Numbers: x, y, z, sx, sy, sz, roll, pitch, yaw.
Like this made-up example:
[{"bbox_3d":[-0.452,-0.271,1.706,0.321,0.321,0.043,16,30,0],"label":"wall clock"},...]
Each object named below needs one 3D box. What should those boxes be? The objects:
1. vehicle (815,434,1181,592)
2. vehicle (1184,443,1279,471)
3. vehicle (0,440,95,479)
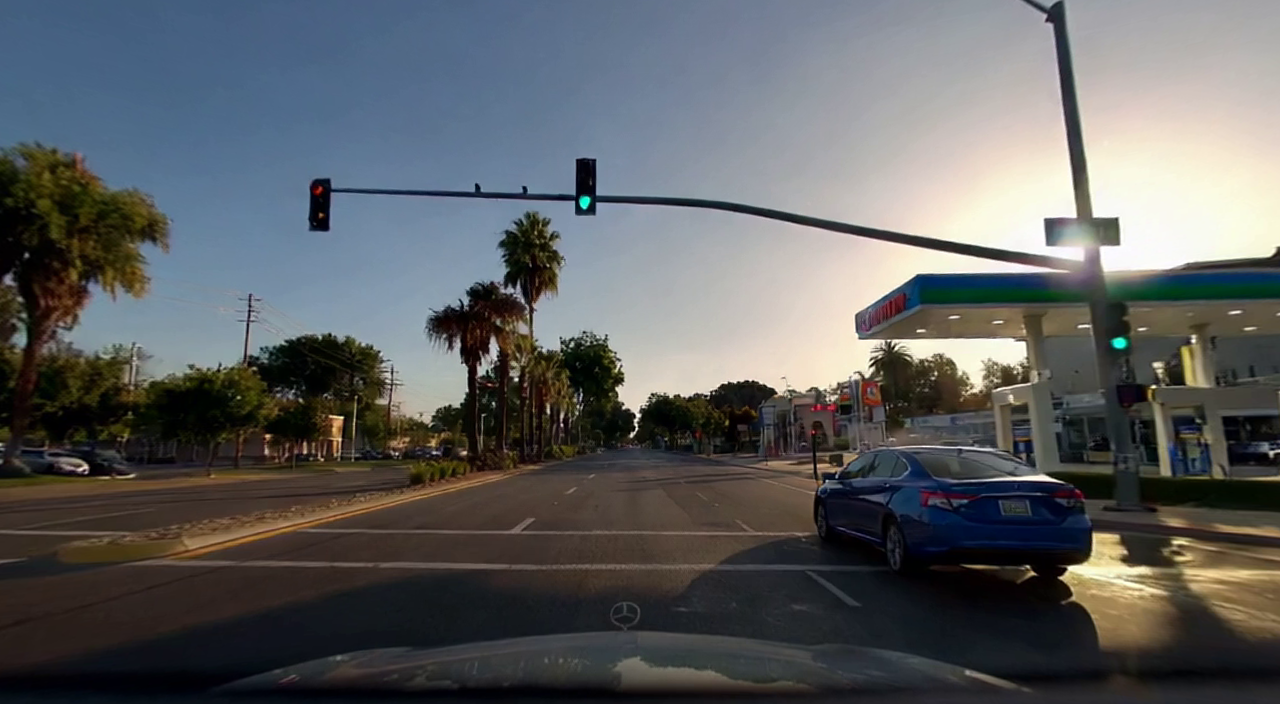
[{"bbox_3d":[3.938,1.807,8.050,1.978,1.442,4.262,0,-8,-3],"label":"vehicle"},{"bbox_3d":[33.683,5.904,35.679,4.010,1.497,1.991,0,-8,-1],"label":"vehicle"},{"bbox_3d":[-32.810,5.779,34.268,1.987,1.959,5.016,0,-8,-1],"label":"vehicle"}]
